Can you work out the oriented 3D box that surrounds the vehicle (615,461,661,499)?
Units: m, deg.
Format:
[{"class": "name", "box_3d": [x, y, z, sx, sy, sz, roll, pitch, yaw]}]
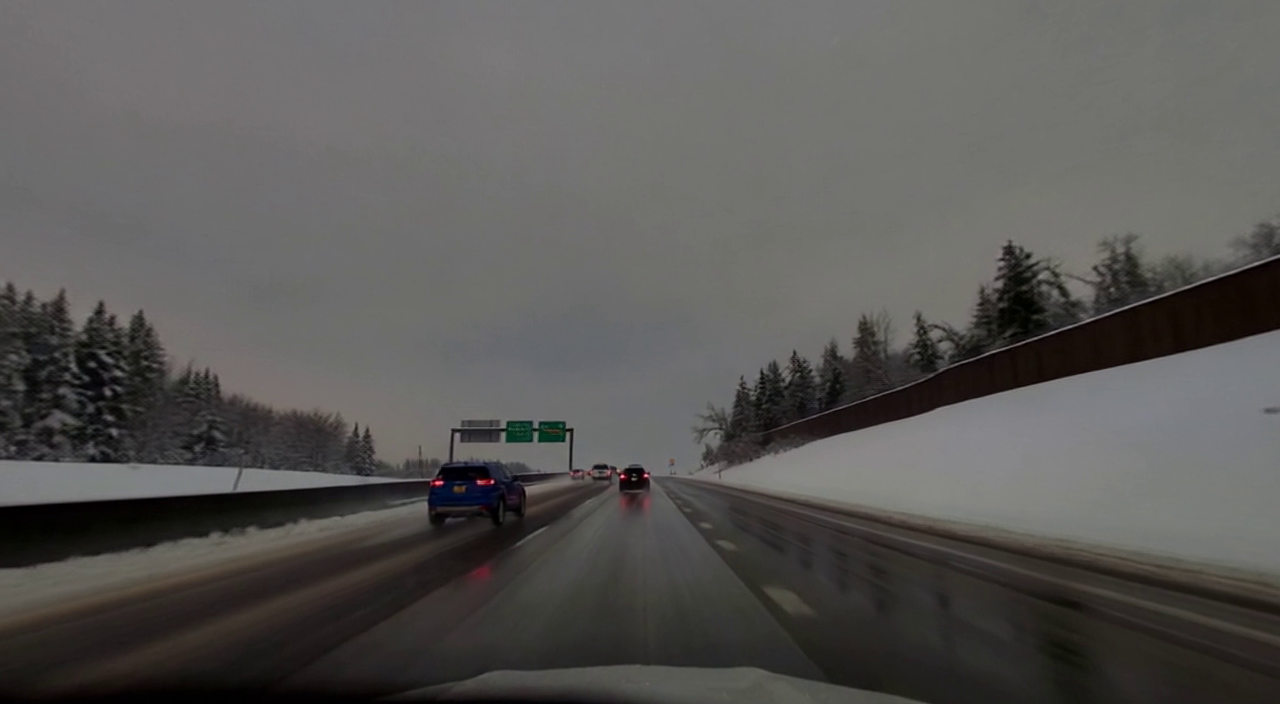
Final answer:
[{"class": "vehicle", "box_3d": [-0.094, 5.980, 29.585, 1.992, 1.601, 3.762, 1, -10, -1]}]

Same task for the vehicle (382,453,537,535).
[{"class": "vehicle", "box_3d": [-3.871, 3.170, 14.524, 2.102, 1.521, 4.687, 1, -10, 1]}]
